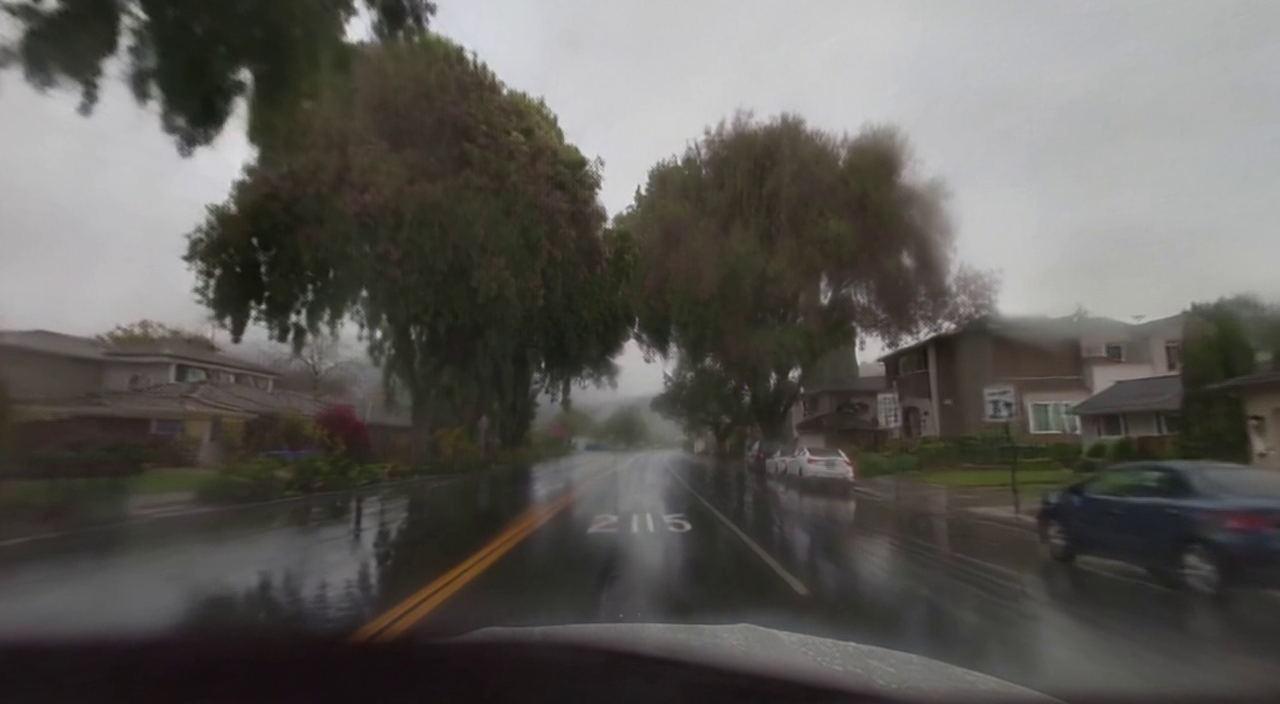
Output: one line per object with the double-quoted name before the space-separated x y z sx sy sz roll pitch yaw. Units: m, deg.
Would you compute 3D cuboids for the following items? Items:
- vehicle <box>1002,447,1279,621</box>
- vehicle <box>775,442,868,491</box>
"vehicle" 6.397 1.834 7.215 1.913 1.479 4.209 0 -9 -2
"vehicle" 6.288 4.009 22.456 1.893 1.543 4.434 0 -9 -2
